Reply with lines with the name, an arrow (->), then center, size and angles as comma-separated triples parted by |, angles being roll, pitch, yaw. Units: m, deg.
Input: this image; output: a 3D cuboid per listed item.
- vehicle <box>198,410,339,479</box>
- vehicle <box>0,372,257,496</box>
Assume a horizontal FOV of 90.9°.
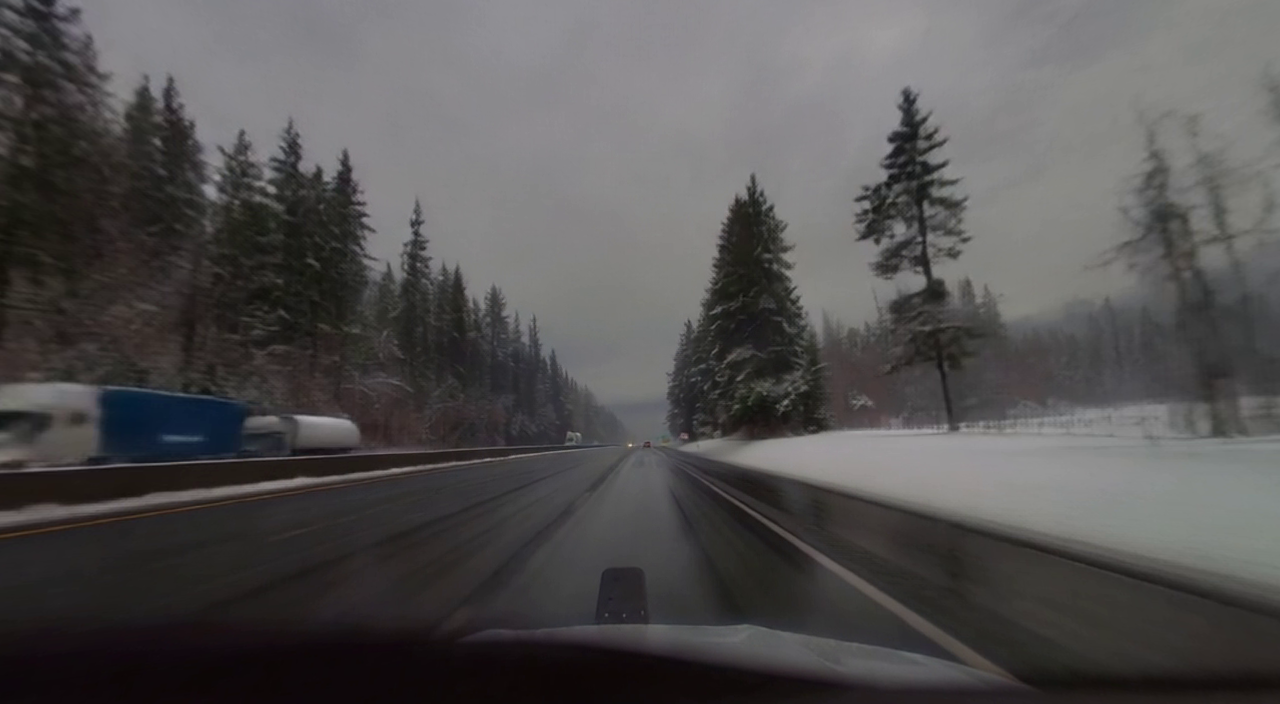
vehicle -> -17.054, 4.311, 29.528 | 3.035, 2.895, 5.629 | 0, -8, 1
vehicle -> -17.123, 2.800, 21.234 | 2.750, 3.286, 8.975 | 0, -8, 0
